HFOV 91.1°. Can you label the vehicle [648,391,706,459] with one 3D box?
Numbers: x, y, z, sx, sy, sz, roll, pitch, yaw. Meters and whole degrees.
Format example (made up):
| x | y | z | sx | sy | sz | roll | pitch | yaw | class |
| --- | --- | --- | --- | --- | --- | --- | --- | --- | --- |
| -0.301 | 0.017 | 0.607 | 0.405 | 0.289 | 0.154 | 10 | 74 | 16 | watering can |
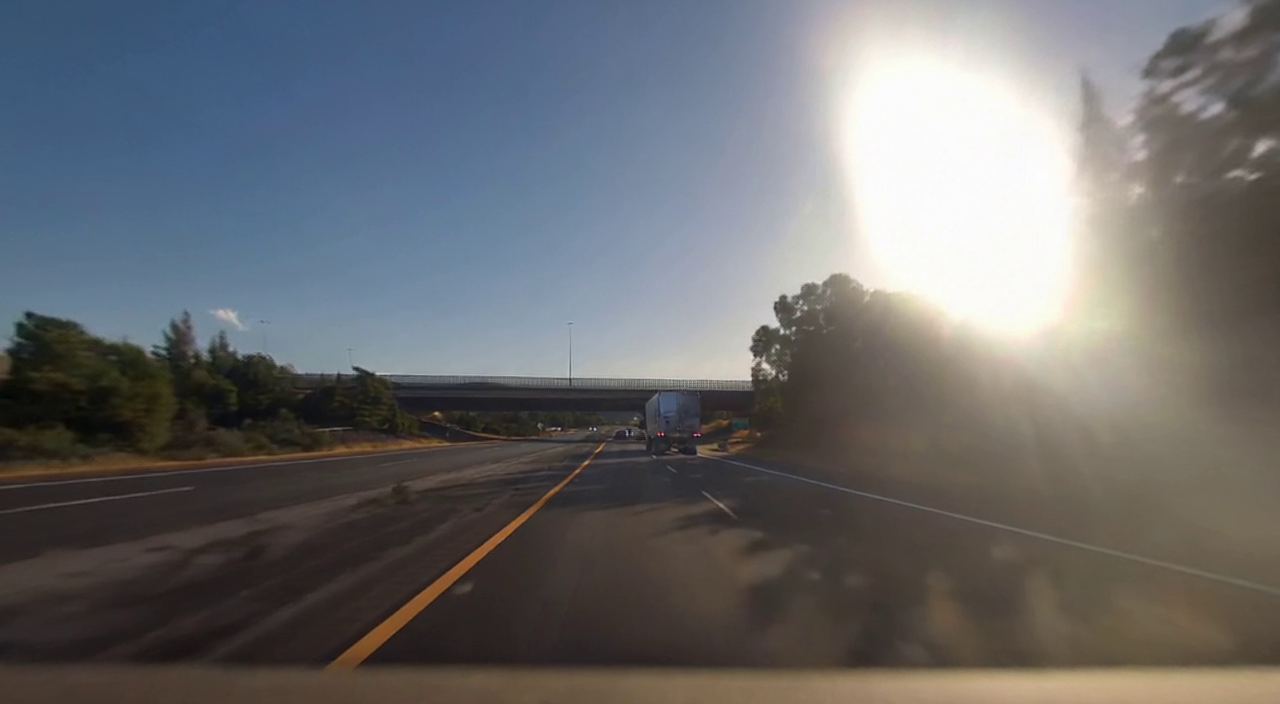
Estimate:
| x | y | z | sx | sy | sz | roll | pitch | yaw | class |
| --- | --- | --- | --- | --- | --- | --- | --- | --- | --- |
| 2.184 | 4.785 | 40.723 | 2.949 | 3.877 | 8.528 | 1 | -8 | -2 | vehicle |
